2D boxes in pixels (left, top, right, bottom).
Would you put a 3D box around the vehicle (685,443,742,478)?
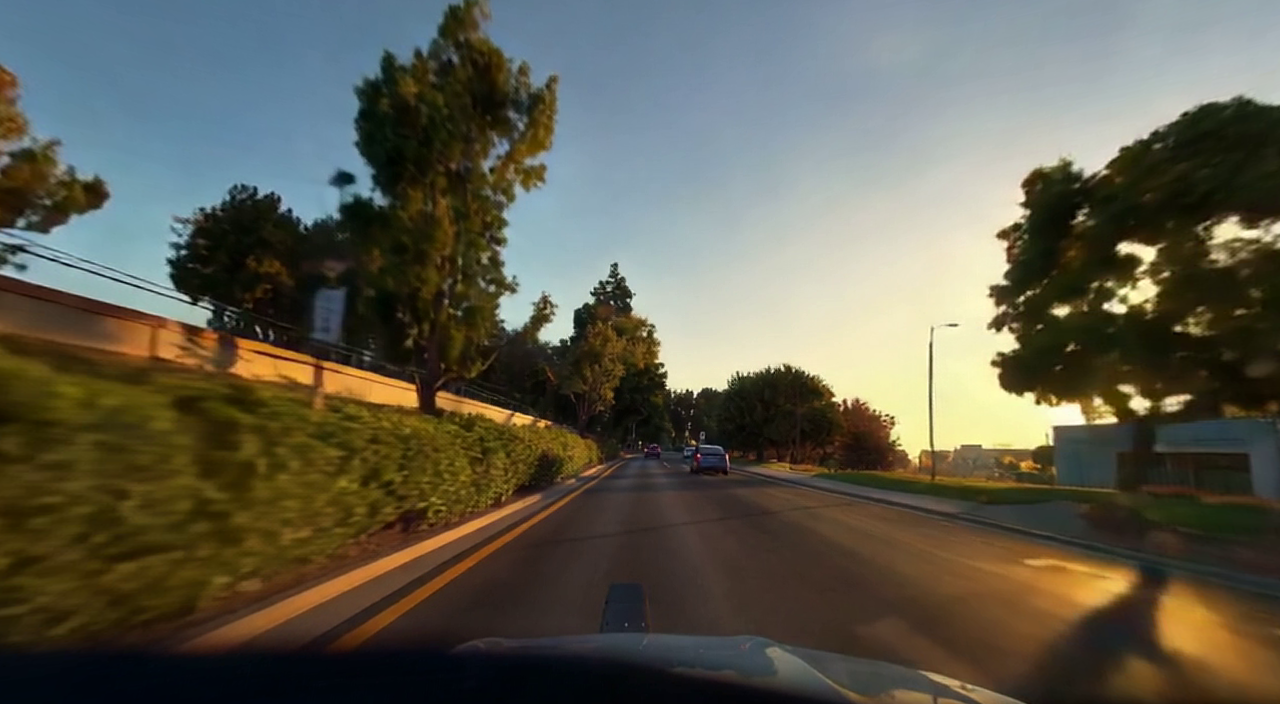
[{"bbox_3d":[3.305,4.975,29.318,1.956,1.473,4.640,0,-8,-2],"label":"vehicle"}]
